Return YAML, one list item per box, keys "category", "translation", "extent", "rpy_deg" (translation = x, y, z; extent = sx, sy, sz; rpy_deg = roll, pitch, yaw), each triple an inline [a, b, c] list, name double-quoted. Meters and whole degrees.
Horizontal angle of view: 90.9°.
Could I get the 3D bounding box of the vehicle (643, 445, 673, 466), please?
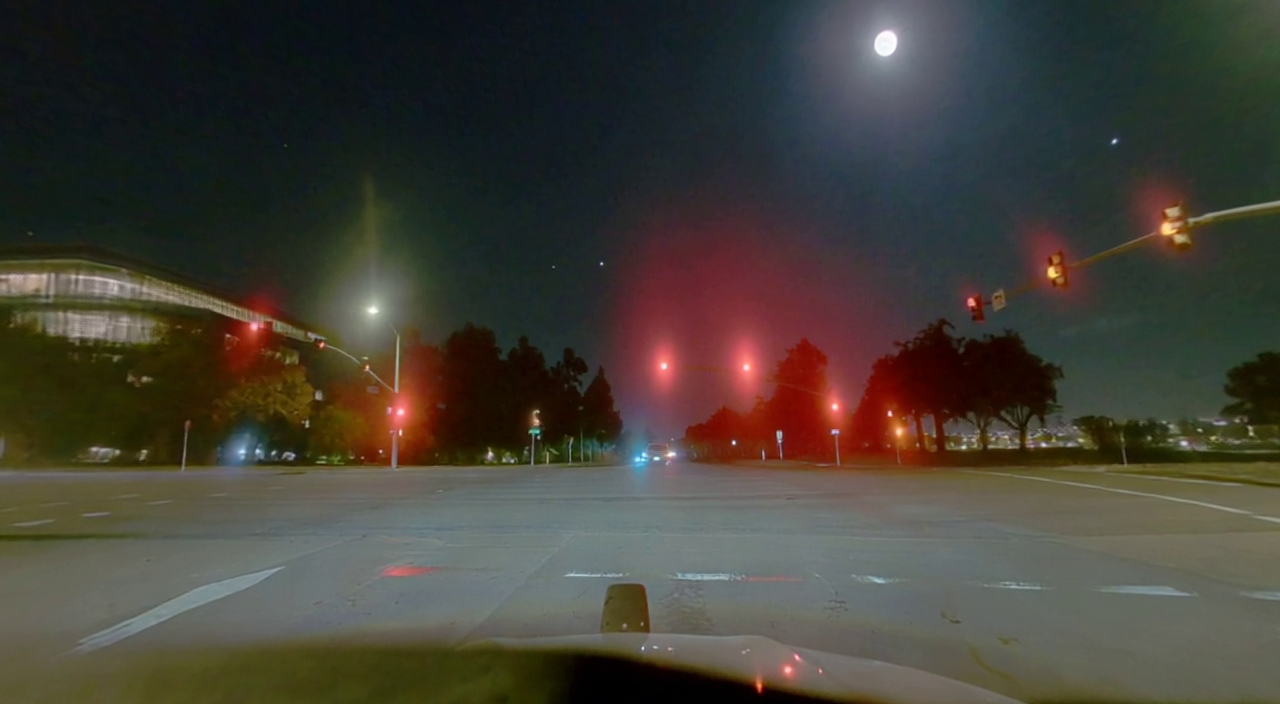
- category: "vehicle"
  translation: [1.275, 7.630, 46.454]
  extent: [2.132, 1.449, 4.235]
  rpy_deg: [0, -9, 0]
